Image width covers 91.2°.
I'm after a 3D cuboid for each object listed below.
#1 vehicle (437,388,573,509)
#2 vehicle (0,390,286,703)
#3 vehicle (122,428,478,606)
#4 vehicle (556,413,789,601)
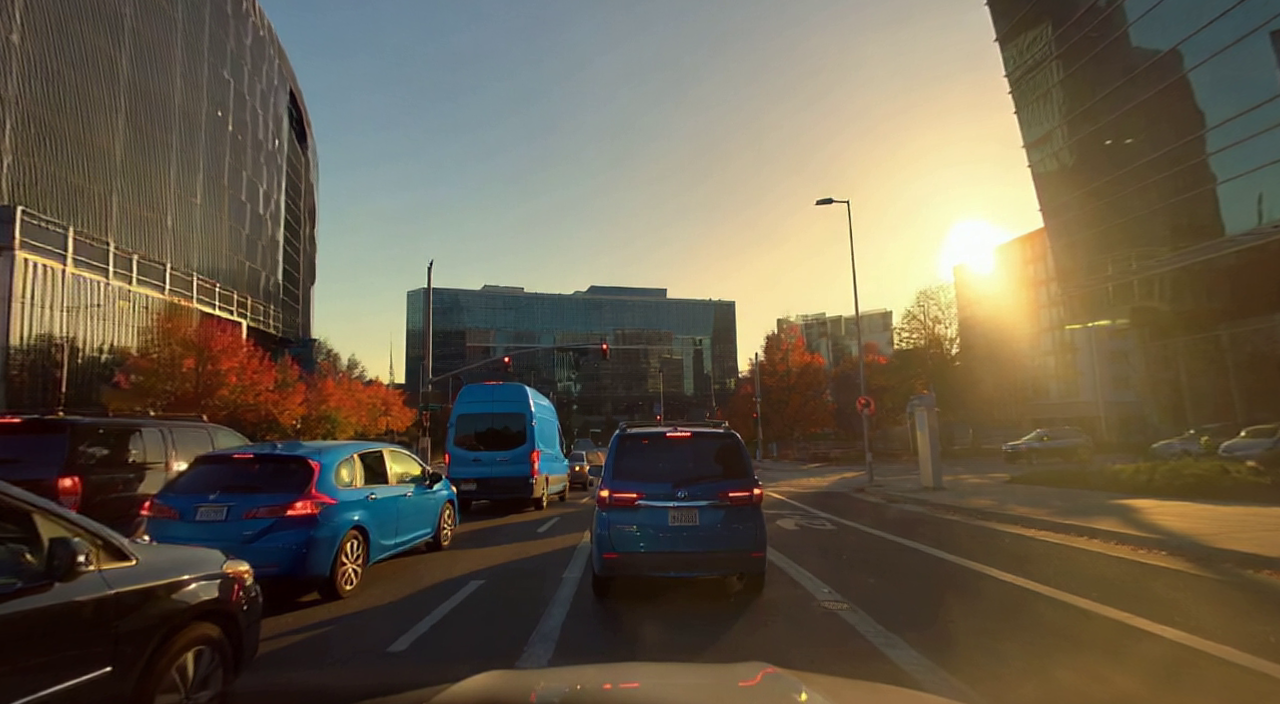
[{"bbox_3d":[-3.249,2.543,16.590,2.343,2.635,5.684,0,-9,0],"label":"vehicle"},{"bbox_3d":[-2.900,0.816,1.526,1.893,1.491,3.798,0,-9,-1],"label":"vehicle"},{"bbox_3d":[-3.485,1.755,7.579,1.955,1.499,4.223,0,-9,0],"label":"vehicle"},{"bbox_3d":[0.197,1.601,7.213,1.979,1.562,3.630,0,-9,-3],"label":"vehicle"}]
